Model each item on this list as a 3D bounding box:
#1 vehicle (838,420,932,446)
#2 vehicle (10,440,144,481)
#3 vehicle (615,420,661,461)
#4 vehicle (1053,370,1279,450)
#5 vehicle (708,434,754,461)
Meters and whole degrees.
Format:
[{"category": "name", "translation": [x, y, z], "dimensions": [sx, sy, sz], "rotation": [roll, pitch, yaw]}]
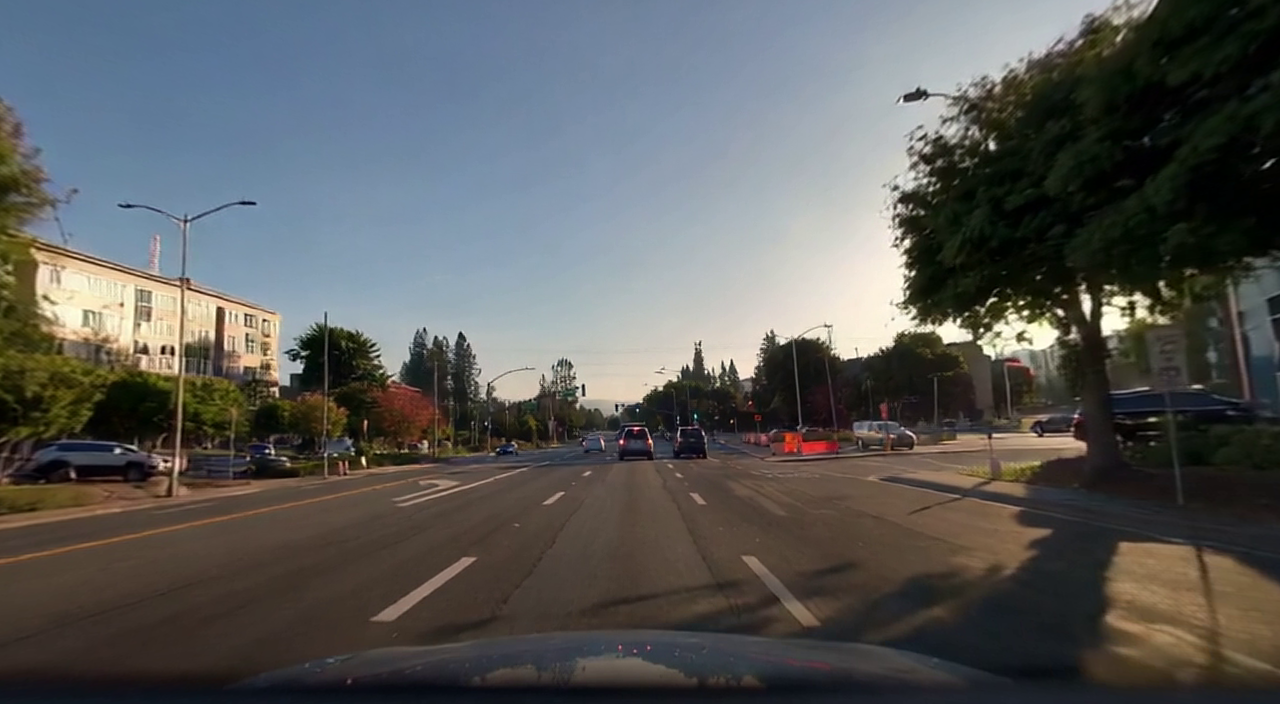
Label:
[{"category": "vehicle", "translation": [15.005, 5.003, 38.663], "dimensions": [4.986, 1.467, 2.025], "rotation": [-6, -10, 34]}, {"category": "vehicle", "translation": [-27.942, 5.335, 31.362], "dimensions": [2.023, 1.885, 4.626], "rotation": [-8, -11, 42]}, {"category": "vehicle", "translation": [-0.164, 5.004, 35.421], "dimensions": [2.350, 2.122, 5.801], "rotation": [0, -8, -1]}, {"category": "vehicle", "translation": [16.029, 1.868, 19.001], "dimensions": [5.631, 2.106, 2.298], "rotation": [-6, -11, 38]}, {"category": "vehicle", "translation": [5.297, 5.606, 37.143], "dimensions": [2.145, 1.503, 4.267], "rotation": [0, -8, 1]}]
